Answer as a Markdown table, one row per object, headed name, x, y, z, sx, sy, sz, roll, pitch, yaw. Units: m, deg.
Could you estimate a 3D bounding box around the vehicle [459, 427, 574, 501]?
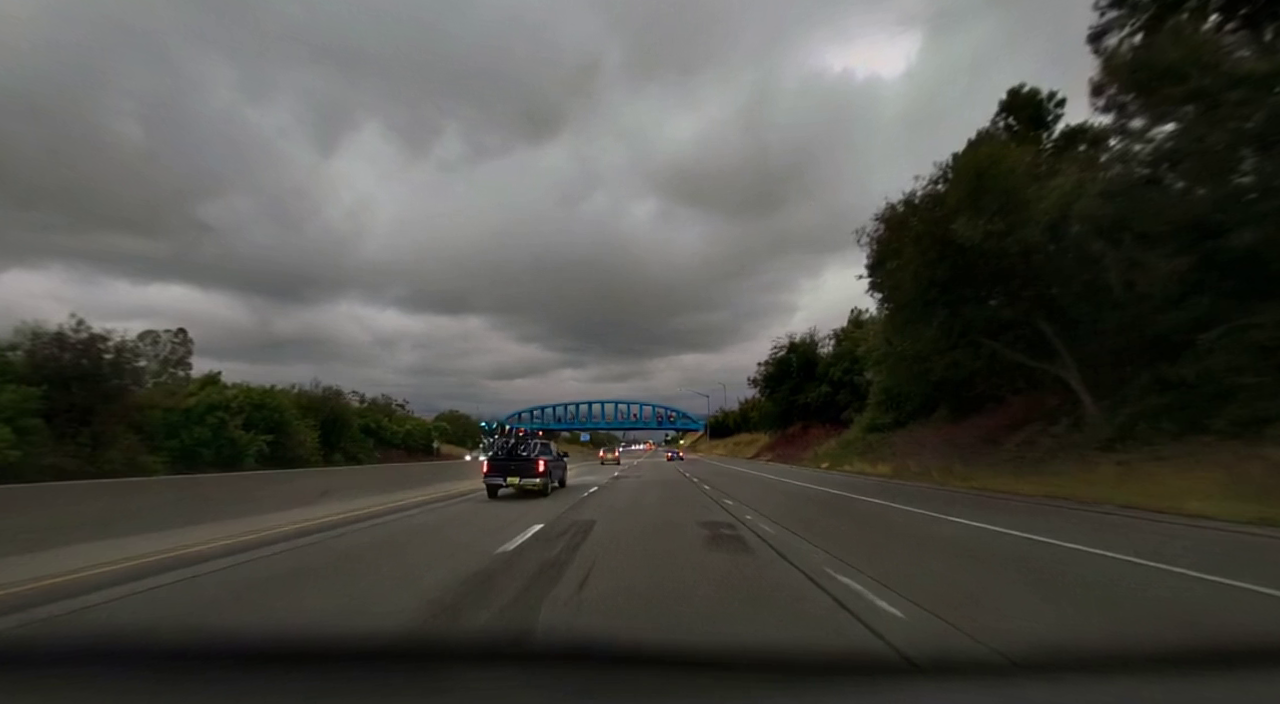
| name | x | y | z | sx | sy | sz | roll | pitch | yaw |
| --- | --- | --- | --- | --- | --- | --- | --- | --- | --- |
| vehicle | -3.554 | 3.391 | 19.479 | 2.369 | 1.948 | 5.343 | 0 | -9 | 1 |
